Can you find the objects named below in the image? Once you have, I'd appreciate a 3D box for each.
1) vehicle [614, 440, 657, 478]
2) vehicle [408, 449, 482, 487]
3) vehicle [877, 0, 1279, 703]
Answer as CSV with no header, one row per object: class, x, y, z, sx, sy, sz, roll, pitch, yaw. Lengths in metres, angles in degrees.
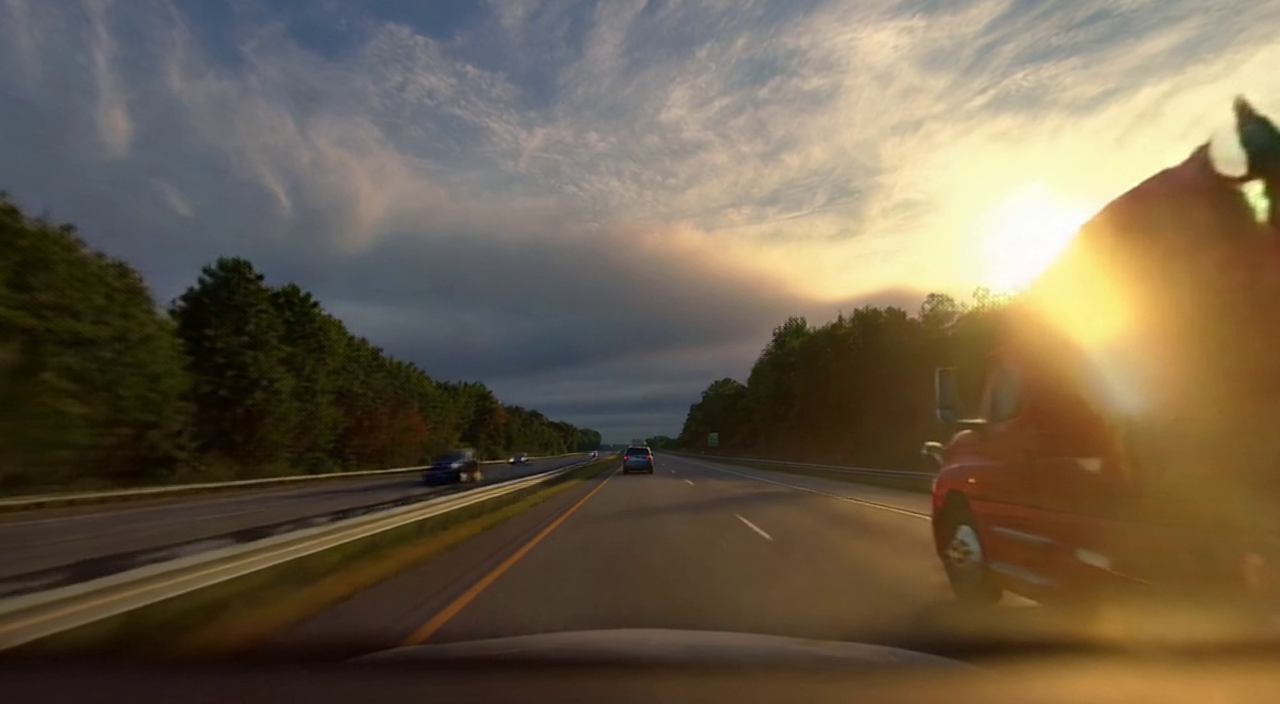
vehicle,-0.215,5.645,33.298,2.105,1.865,4.102,0,-9,0
vehicle,-8.711,5.205,28.556,2.014,1.567,4.117,0,-9,0
vehicle,4.222,0.074,4.227,2.945,3.903,5.826,0,-9,1
